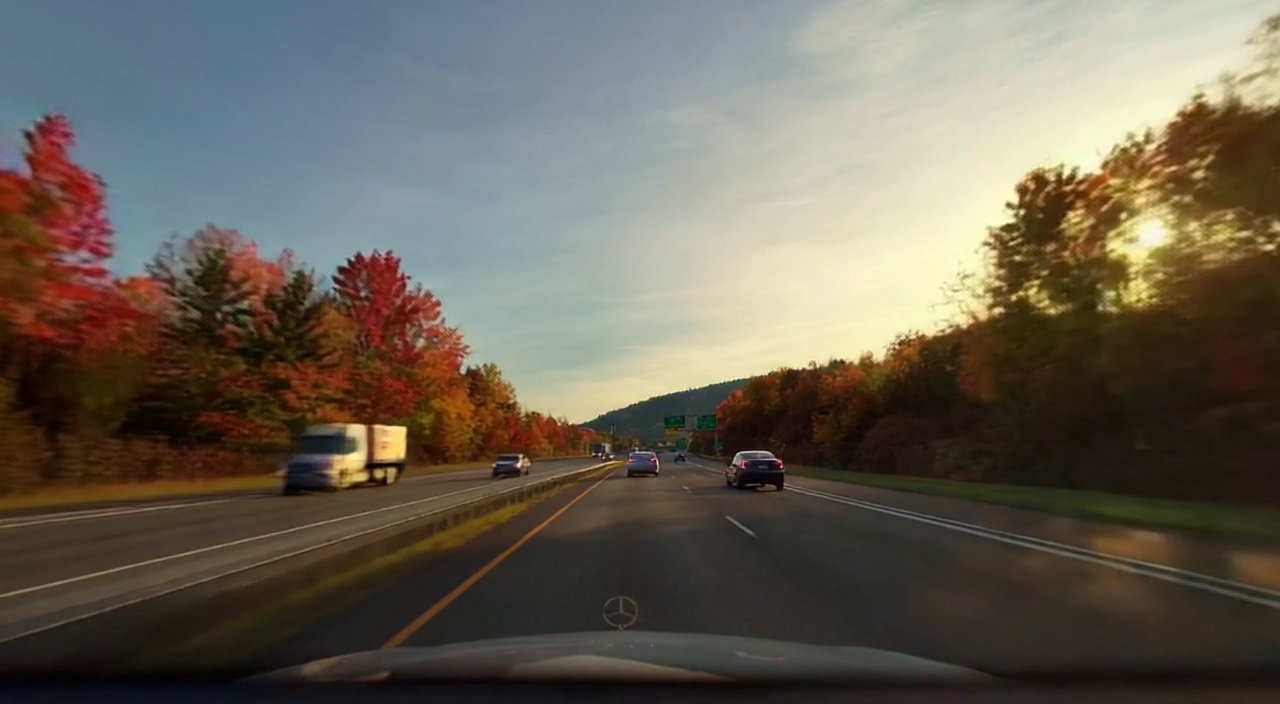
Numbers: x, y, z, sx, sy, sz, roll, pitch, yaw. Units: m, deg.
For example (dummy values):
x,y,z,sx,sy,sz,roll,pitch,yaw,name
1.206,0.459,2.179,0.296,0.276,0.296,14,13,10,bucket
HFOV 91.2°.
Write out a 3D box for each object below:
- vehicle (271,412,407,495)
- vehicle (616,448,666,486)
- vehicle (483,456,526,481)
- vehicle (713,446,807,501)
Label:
x,y,z,sx,sy,sz,roll,pitch,yaw,name
-13.988,4.810,29.965,2.796,3.428,7.049,0,-9,1,vehicle
0.036,5.166,28.421,2.070,1.546,4.648,0,-9,0,vehicle
-8.911,7.657,41.528,1.839,1.487,4.458,0,-9,1,vehicle
3.702,3.821,20.167,2.119,1.557,4.163,0,-9,-1,vehicle
